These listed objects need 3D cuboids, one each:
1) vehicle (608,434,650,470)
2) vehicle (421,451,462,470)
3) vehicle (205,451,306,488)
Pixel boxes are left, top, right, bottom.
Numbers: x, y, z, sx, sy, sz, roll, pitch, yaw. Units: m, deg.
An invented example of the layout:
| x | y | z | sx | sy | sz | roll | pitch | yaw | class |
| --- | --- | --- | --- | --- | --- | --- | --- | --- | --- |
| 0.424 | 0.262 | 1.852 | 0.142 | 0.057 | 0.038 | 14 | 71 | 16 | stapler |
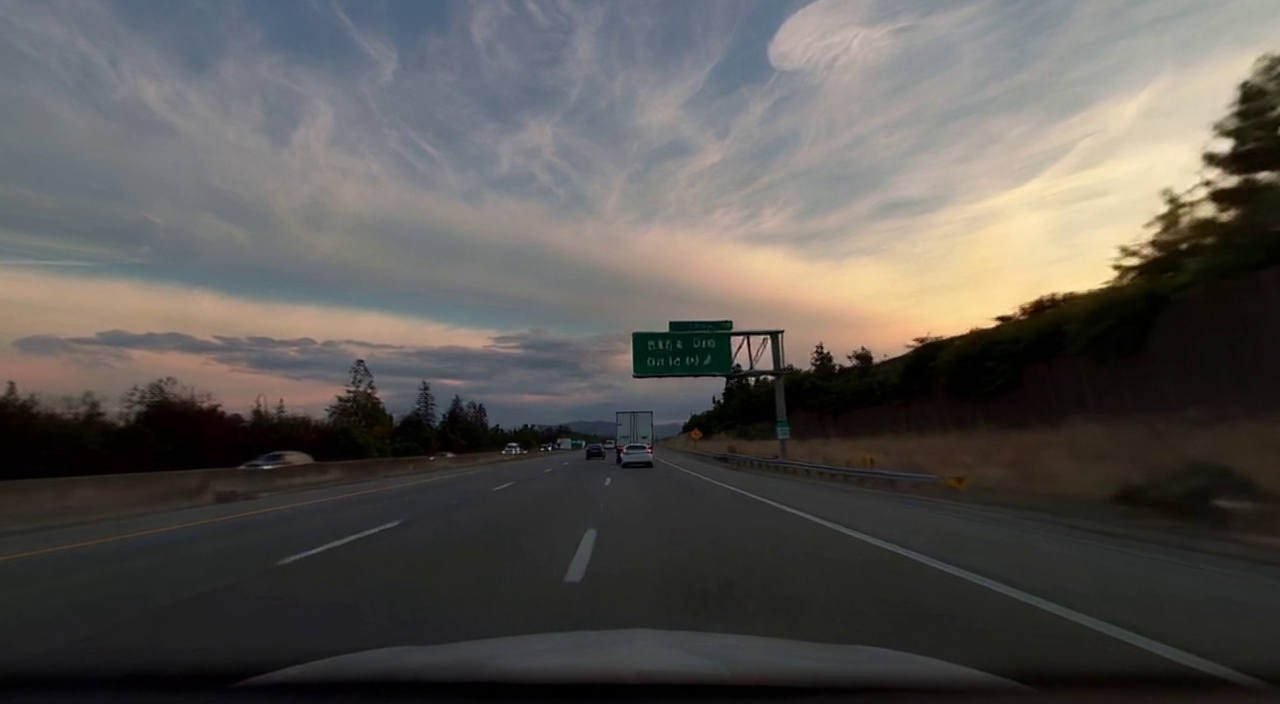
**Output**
| x | y | z | sx | sy | sz | roll | pitch | yaw | class |
| --- | --- | --- | --- | --- | --- | --- | --- | --- | --- |
| -0.703 | 5.688 | 36.045 | 2.139 | 1.925 | 4.312 | 0 | -9 | -5 | vehicle |
| -14.498 | 7.934 | 46.332 | 1.849 | 1.349 | 3.837 | 0 | -9 | -2 | vehicle |
| -16.558 | 5.043 | 27.433 | 1.939 | 1.451 | 3.927 | 0 | -9 | -1 | vehicle |
